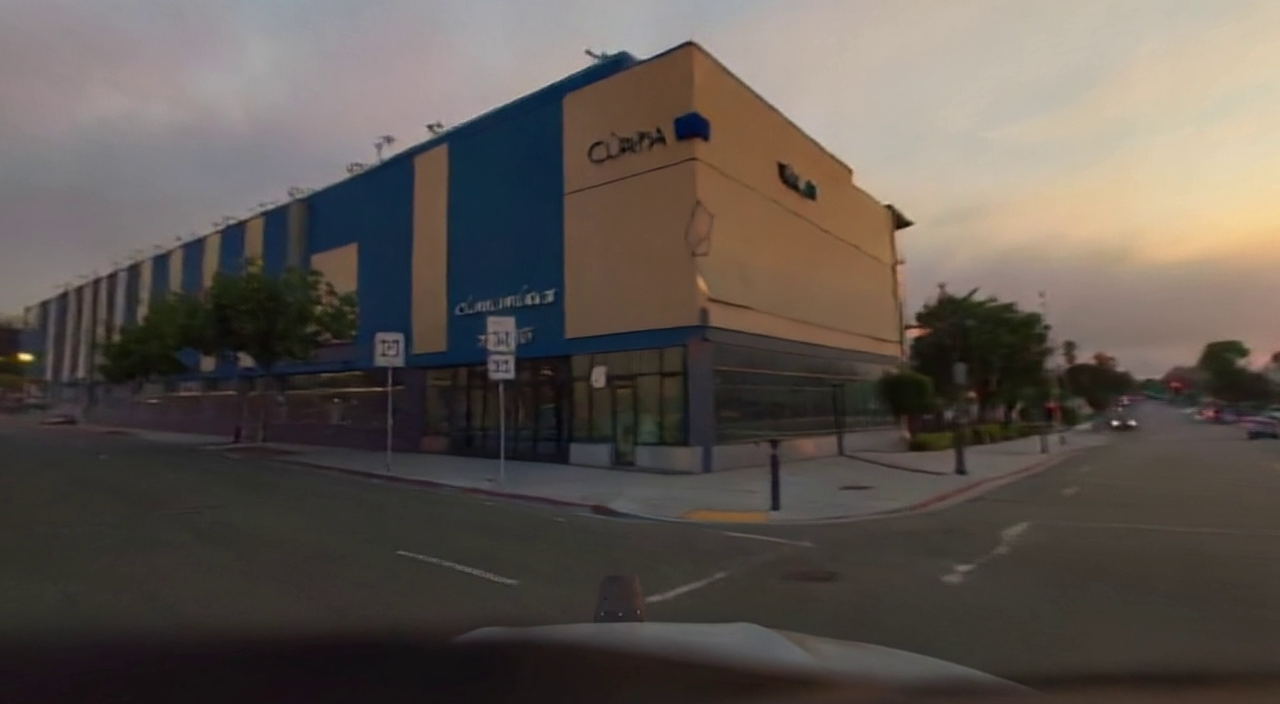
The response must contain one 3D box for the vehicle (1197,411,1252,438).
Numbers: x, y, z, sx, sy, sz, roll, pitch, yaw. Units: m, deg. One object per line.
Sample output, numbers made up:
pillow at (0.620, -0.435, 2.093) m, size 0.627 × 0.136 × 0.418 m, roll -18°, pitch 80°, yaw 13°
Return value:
vehicle at (42.884, 5.365, 46.259) m, size 2.152 × 1.874 × 4.209 m, roll -4°, pitch -9°, yaw 33°
